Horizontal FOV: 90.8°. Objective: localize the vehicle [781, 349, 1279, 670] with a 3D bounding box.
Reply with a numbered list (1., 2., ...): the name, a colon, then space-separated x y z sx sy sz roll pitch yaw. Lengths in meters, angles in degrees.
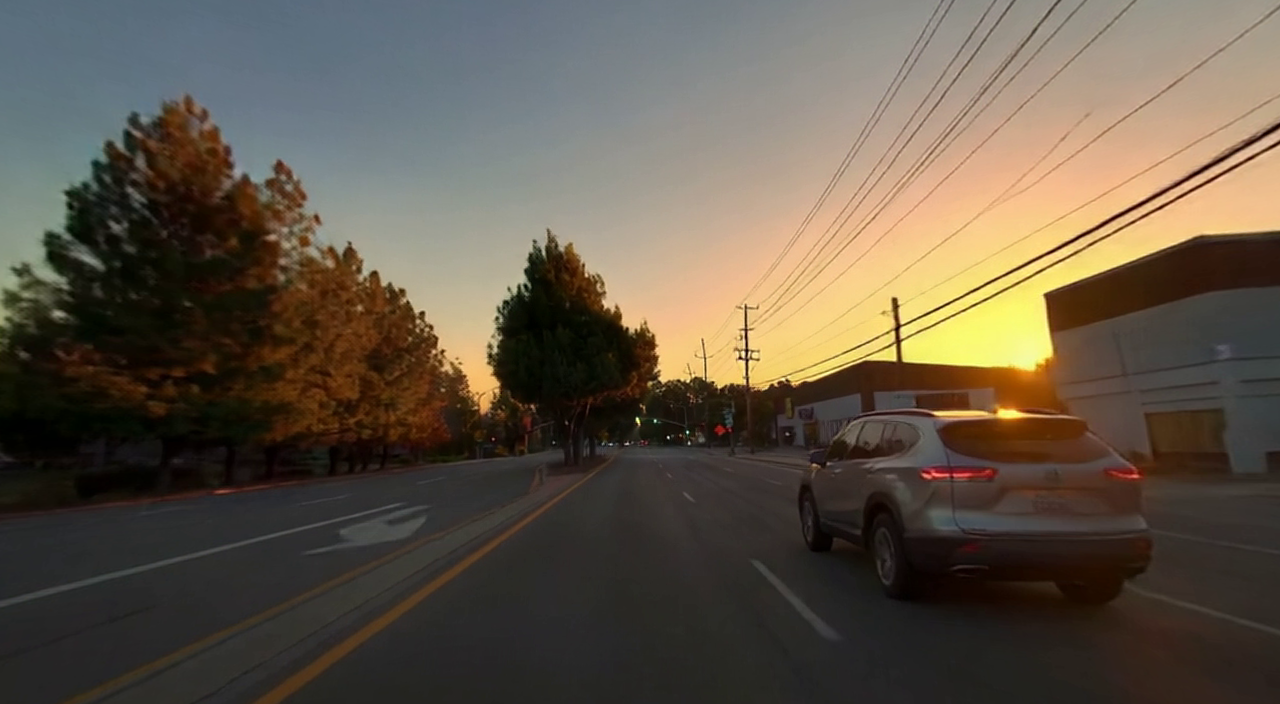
1. vehicle: 2.970 1.232 6.020 2.060 1.820 4.713 0 -9 -1
